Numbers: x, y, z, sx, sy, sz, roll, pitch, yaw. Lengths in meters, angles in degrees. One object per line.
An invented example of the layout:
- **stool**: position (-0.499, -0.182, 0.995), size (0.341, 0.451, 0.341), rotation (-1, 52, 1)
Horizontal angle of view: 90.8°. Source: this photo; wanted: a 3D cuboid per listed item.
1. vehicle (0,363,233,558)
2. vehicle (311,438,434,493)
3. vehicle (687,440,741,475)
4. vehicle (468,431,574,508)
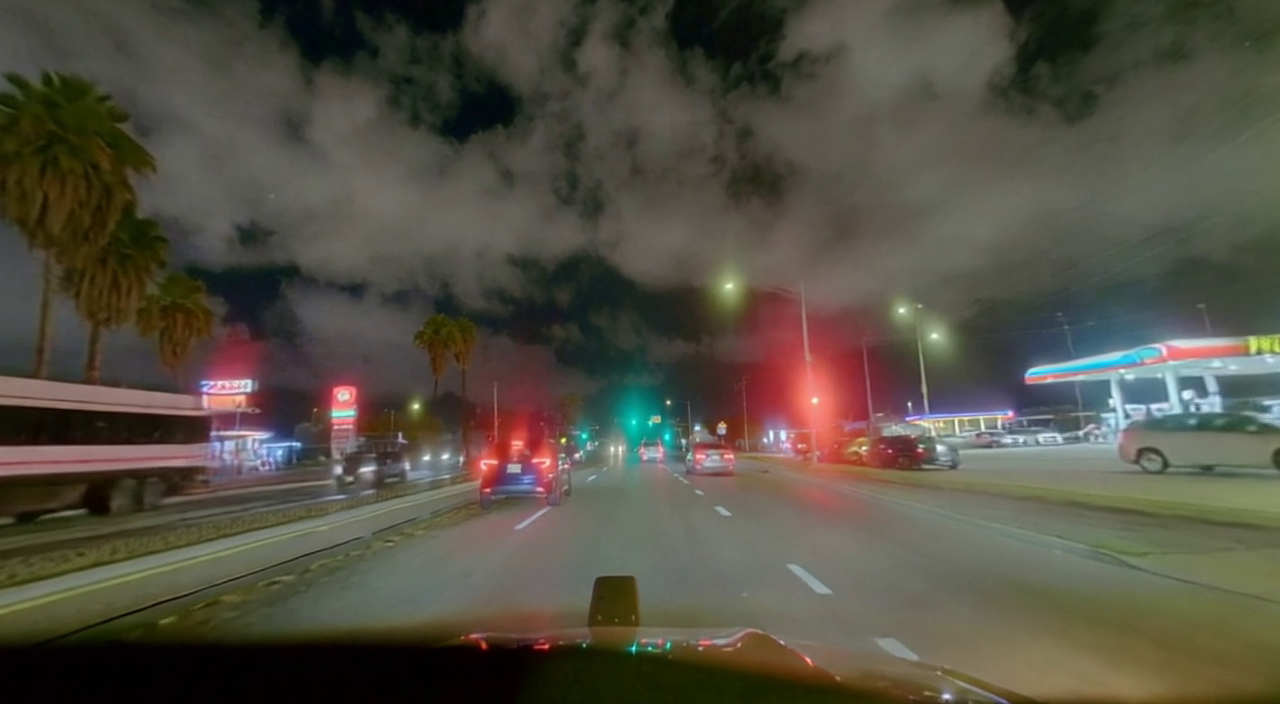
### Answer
- **vehicle**: position (-11.199, 1.789, 10.807), size (2.662, 2.995, 8.344), rotation (1, -7, 2)
- **vehicle**: position (-10.050, 4.279, 24.236), size (2.169, 1.853, 4.853), rotation (-1, -9, 6)
- **vehicle**: position (3.264, 4.775, 28.752), size (1.889, 1.448, 4.262), rotation (0, -9, 0)
- **vehicle**: position (-2.658, 2.728, 15.085), size (2.021, 1.550, 4.090), rotation (1, -9, -4)
